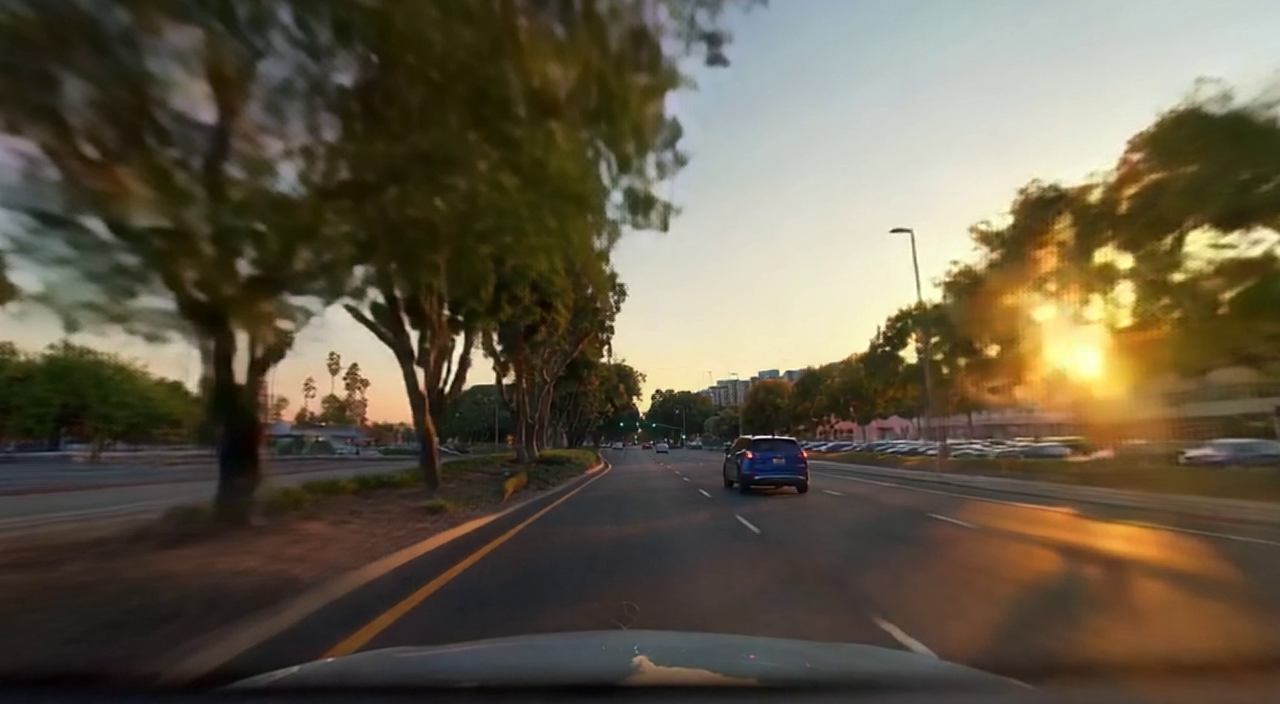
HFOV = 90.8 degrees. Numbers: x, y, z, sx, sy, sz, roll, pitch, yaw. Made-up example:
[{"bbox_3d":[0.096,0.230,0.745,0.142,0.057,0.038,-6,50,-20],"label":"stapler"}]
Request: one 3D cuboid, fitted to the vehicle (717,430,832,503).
[{"bbox_3d":[3.443,3.023,17.044,2.072,1.696,4.177,0,-8,-1],"label":"vehicle"}]
